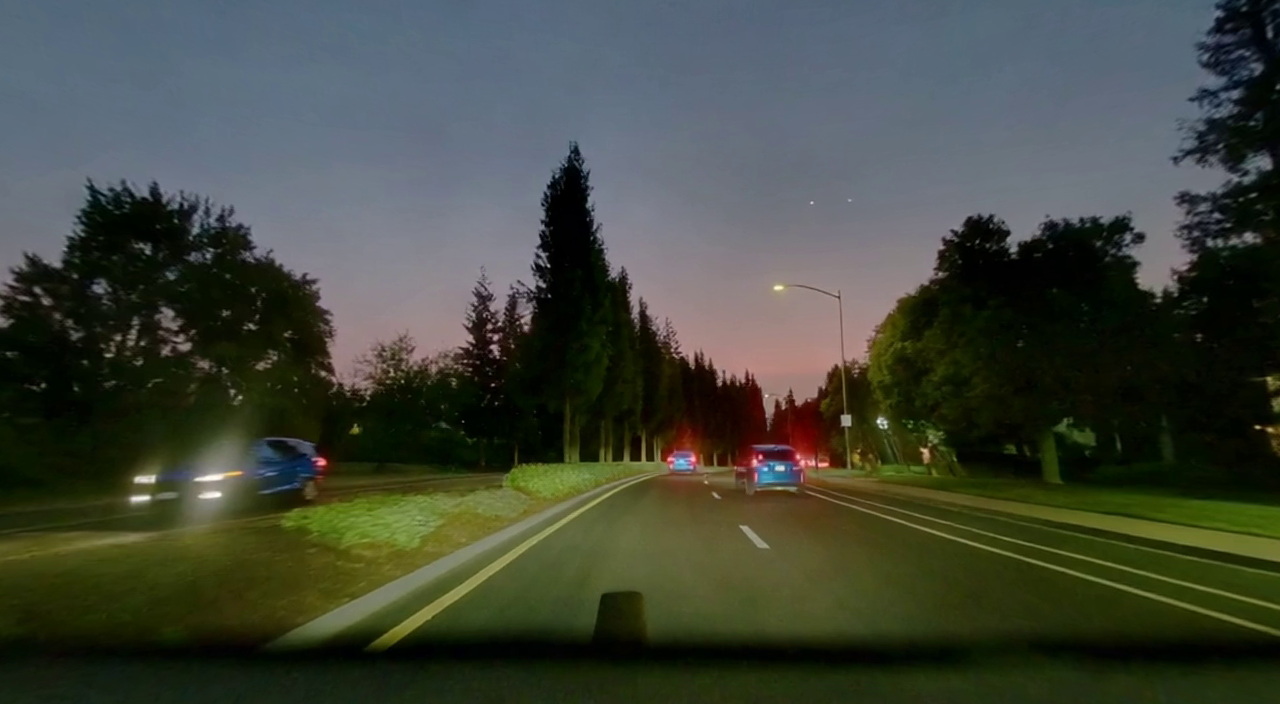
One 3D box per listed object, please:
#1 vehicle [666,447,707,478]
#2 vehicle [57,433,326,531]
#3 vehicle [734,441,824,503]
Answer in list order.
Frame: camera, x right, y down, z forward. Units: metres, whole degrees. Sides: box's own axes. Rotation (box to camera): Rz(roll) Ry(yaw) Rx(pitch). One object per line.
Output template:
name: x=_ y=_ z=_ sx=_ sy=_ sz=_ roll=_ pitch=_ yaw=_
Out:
vehicle: x=3.028 y=7.007 z=40.137 sx=2.251 sy=1.822 sz=4.391 roll=-1 pitch=-9 yaw=9
vehicle: x=-8.709 y=2.524 z=12.883 sx=2.064 sy=1.628 sz=4.524 roll=0 pitch=-8 yaw=2
vehicle: x=4.136 y=3.607 z=19.402 sx=1.971 sy=1.663 sz=4.287 roll=0 pitch=-9 yaw=3
